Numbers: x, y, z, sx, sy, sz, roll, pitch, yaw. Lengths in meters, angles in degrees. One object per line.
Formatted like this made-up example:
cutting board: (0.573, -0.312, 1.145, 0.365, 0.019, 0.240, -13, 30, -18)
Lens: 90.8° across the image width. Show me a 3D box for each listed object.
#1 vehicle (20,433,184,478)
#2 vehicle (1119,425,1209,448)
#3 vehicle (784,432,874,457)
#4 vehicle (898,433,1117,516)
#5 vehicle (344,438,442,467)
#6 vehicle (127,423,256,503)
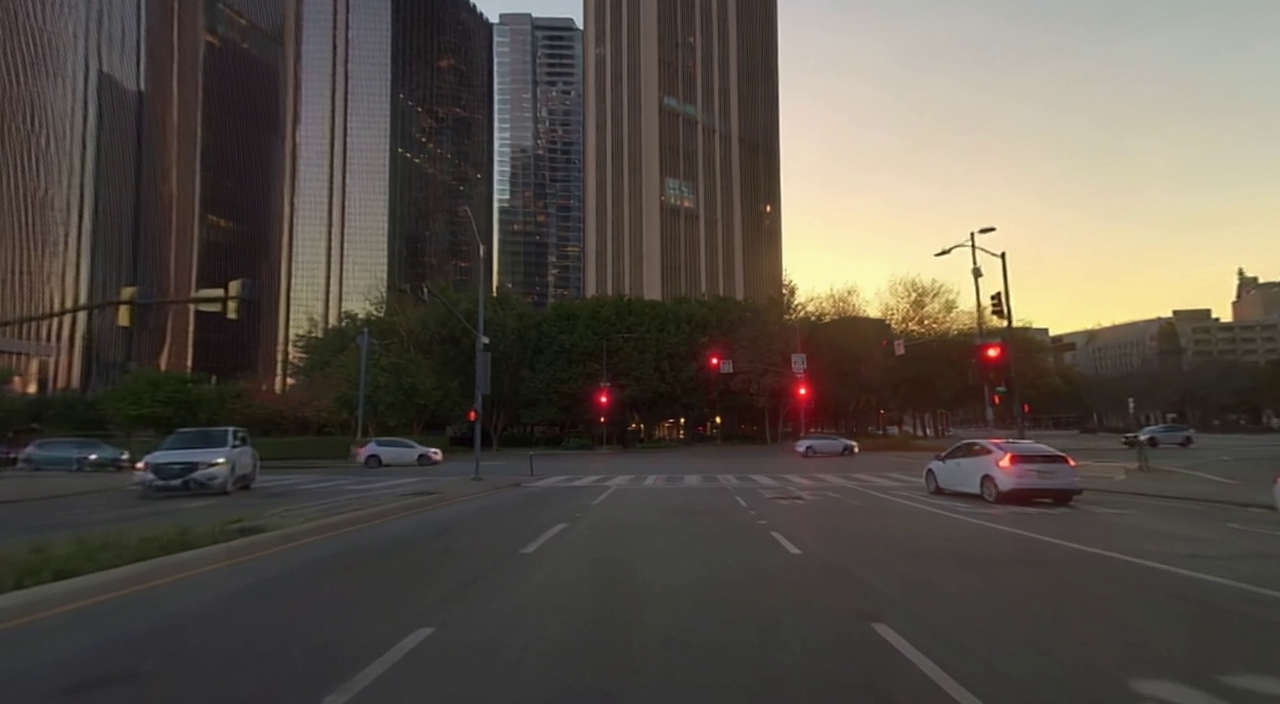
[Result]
vehicle: (-25.504, 4.917, 30.131, 5.659, 1.967, 2.149, 0, -9, -2)
vehicle: (34.882, 5.668, 42.144, 4.253, 1.429, 1.807, -1, -9, 4)
vehicle: (11.262, 5.555, 37.843, 4.762, 1.420, 1.814, 0, -9, -1)
vehicle: (7.692, 2.598, 13.970, 1.936, 1.489, 4.885, 0, -9, 1)
vehicle: (-13.180, 5.376, 33.946, 4.503, 1.475, 1.789, 0, -9, -2)
vehicle: (-12.459, 3.068, 17.917, 2.125, 1.910, 4.779, 4, -9, -26)
